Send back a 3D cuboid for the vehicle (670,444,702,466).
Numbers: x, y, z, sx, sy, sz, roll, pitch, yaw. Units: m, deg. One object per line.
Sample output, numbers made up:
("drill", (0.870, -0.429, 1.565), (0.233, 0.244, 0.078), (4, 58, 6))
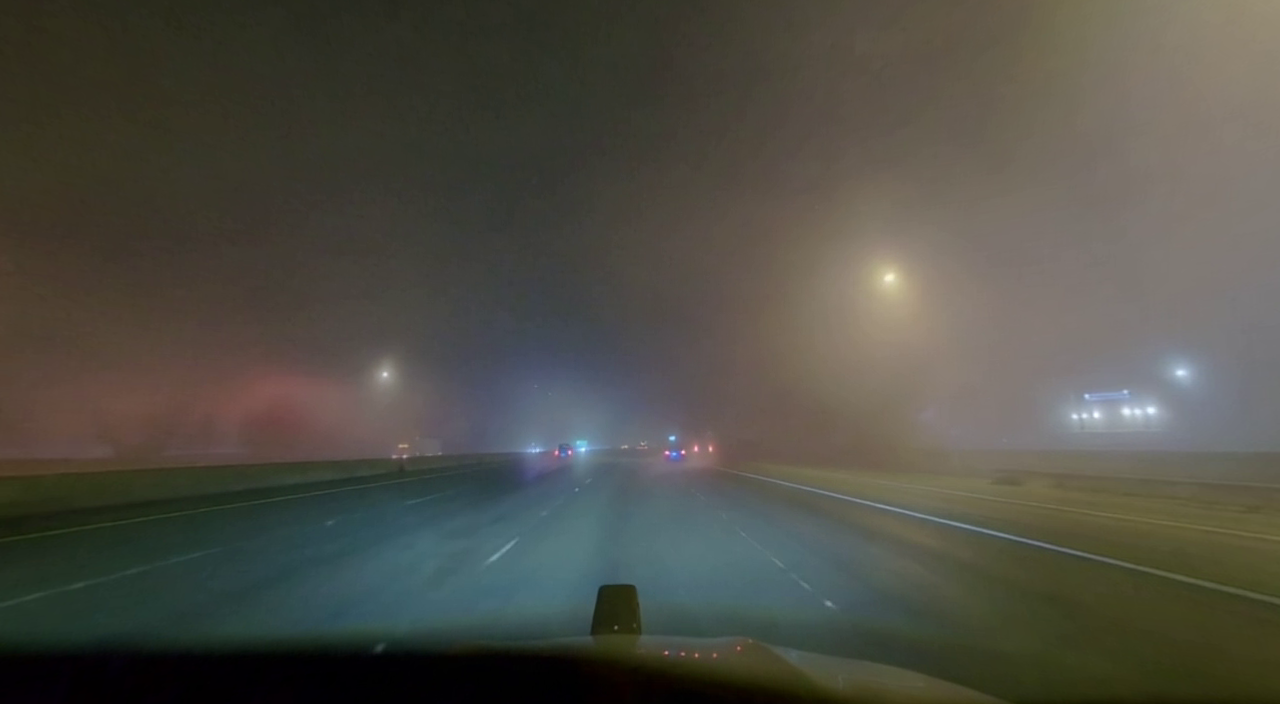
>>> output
("vehicle", (3.326, 7.524, 46.249), (2.000, 1.533, 3.770), (0, -8, -1))
